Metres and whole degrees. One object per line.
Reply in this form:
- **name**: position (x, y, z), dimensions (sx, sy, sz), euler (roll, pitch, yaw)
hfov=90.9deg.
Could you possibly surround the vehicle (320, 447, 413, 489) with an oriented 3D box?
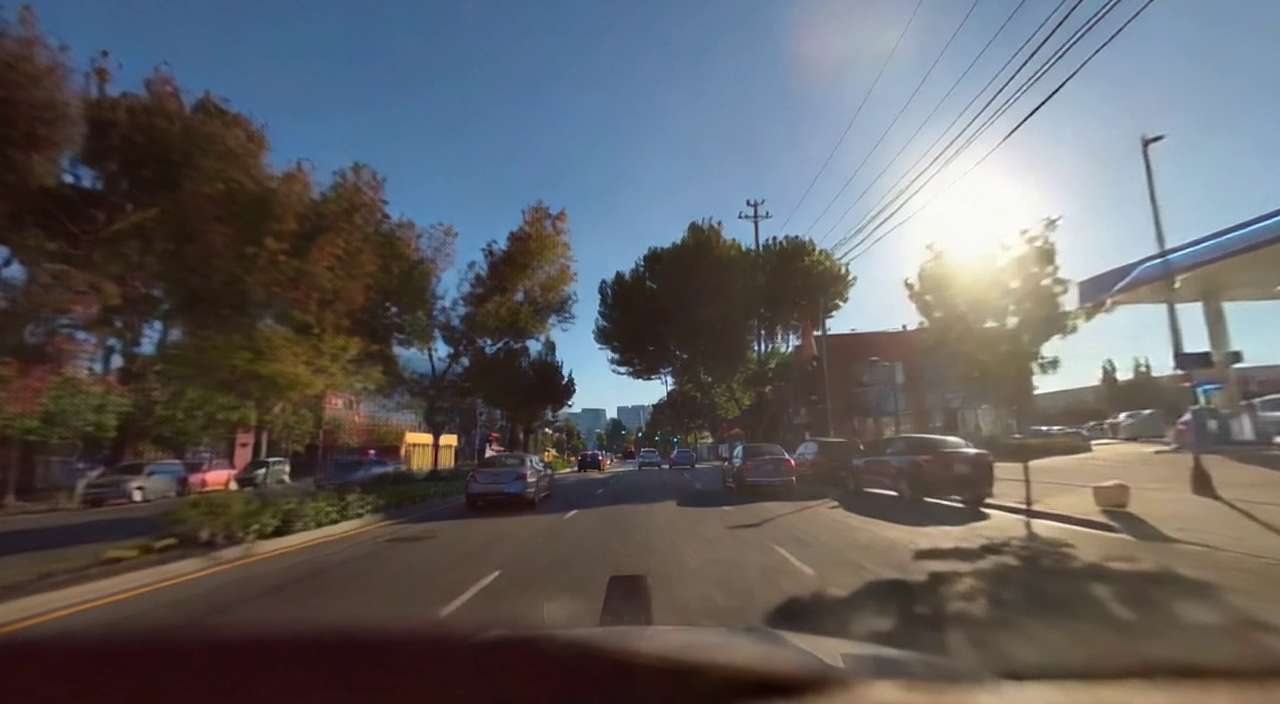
- **vehicle**: position (-12.263, 5.191, 28.682), dimensions (2.096, 1.720, 4.694), euler (0, -8, 1)

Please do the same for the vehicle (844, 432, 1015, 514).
- **vehicle**: position (7.060, 3.017, 16.158), dimensions (2.417, 1.736, 5.043), euler (-1, -9, 6)

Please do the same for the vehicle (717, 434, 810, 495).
- **vehicle**: position (3.789, 3.558, 20.290), dimensions (1.980, 1.709, 4.813), euler (0, -8, 0)

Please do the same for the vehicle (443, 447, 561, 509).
- **vehicle**: position (-3.402, 3.188, 16.486), dimensions (2.013, 1.354, 4.393), euler (0, -8, 1)

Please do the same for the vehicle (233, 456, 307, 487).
- **vehicle**: position (-21.996, 7.078, 37.679), dimensions (1.821, 1.645, 4.211), euler (0, -8, 1)

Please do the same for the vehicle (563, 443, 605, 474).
- **vehicle**: position (-3.220, 6.163, 36.742), dimensions (1.988, 1.645, 3.995), euler (0, -8, 1)

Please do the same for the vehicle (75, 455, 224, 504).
- **vehicle**: position (-18.711, 4.845, 24.375), dimensions (1.947, 1.616, 4.638), euler (0, -8, 1)

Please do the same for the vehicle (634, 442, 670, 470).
- **vehicle**: position (0.765, 6.740, 41.031), dimensions (2.192, 1.674, 4.124), euler (0, -8, 0)
